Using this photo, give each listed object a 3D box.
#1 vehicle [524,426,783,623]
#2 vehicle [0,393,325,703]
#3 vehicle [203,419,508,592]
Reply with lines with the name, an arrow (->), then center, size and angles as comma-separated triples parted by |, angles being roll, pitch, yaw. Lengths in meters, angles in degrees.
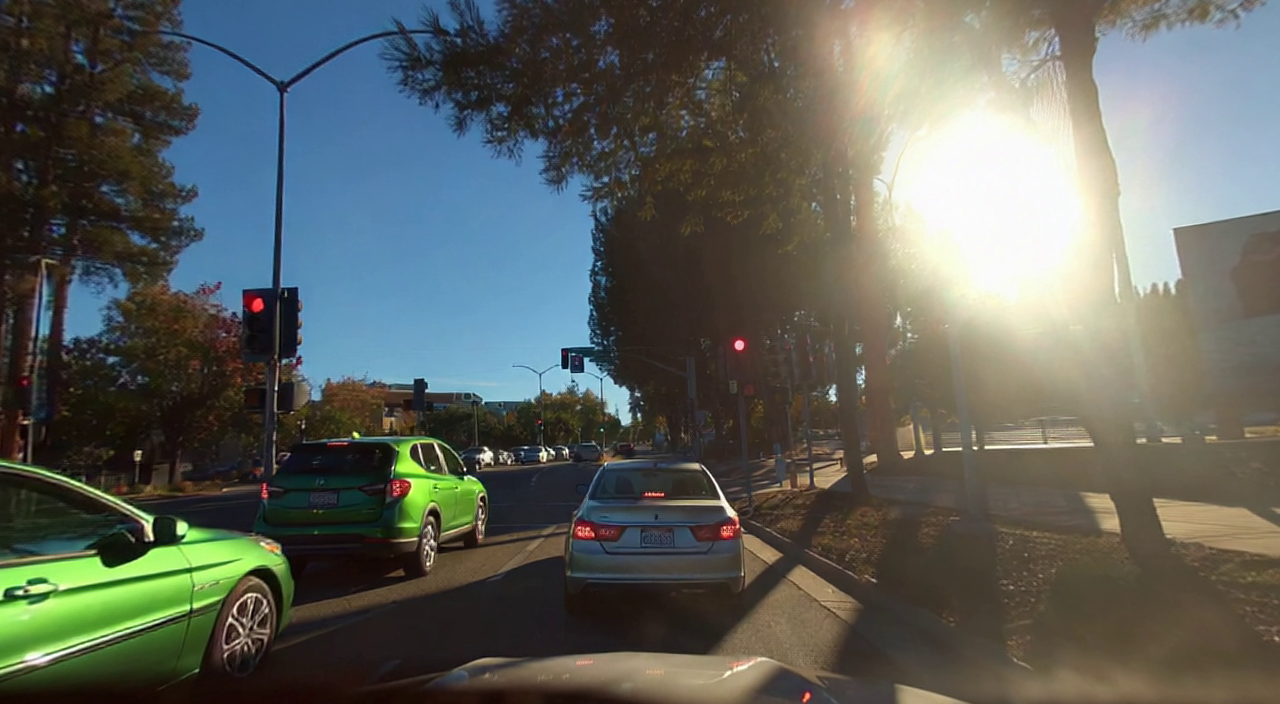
vehicle -> 0.040, 1.587, 6.625 | 1.977, 1.467, 3.474 | 0, -9, -2
vehicle -> -3.150, 0.953, 2.430 | 1.808, 1.520, 3.846 | -1, -9, 1
vehicle -> -3.170, 1.790, 8.144 | 1.950, 1.628, 4.082 | -1, -9, 1
